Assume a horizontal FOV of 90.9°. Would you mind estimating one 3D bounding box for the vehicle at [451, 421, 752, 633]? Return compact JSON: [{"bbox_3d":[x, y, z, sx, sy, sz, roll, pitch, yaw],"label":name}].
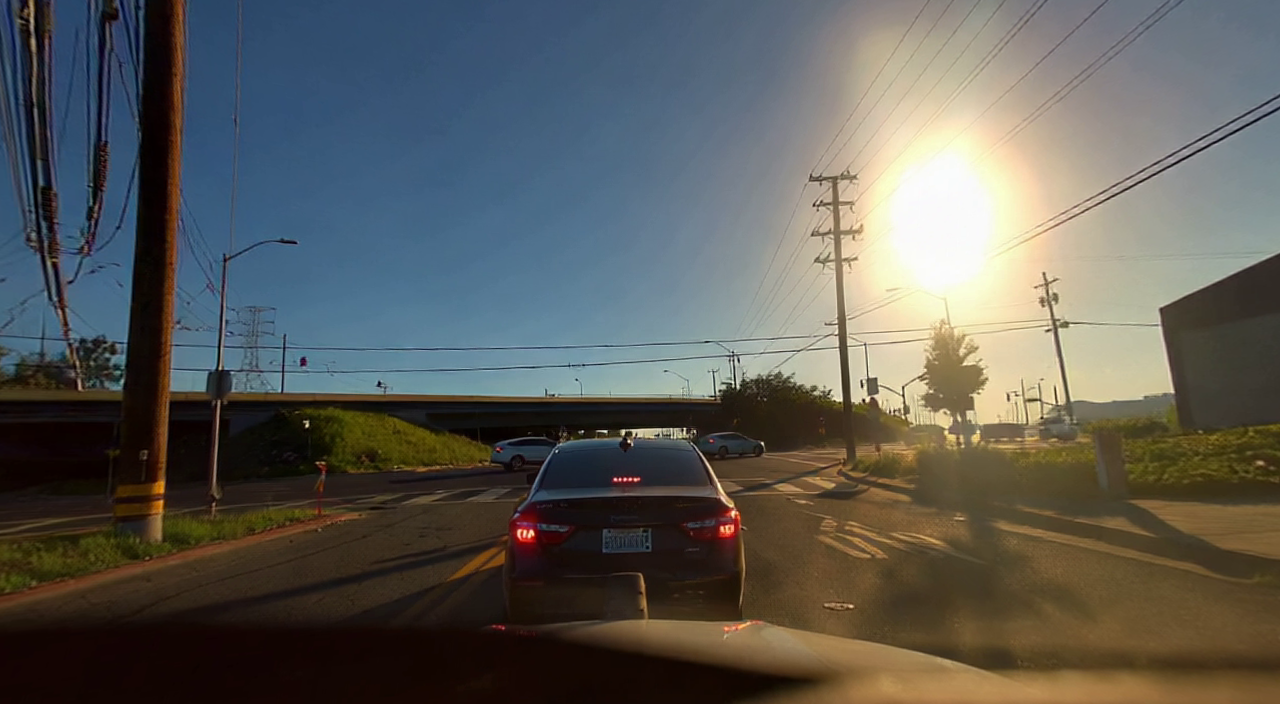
[{"bbox_3d":[-0.230,1.527,6.468,2.090,1.458,4.033,-1,-9,1],"label":"vehicle"}]
